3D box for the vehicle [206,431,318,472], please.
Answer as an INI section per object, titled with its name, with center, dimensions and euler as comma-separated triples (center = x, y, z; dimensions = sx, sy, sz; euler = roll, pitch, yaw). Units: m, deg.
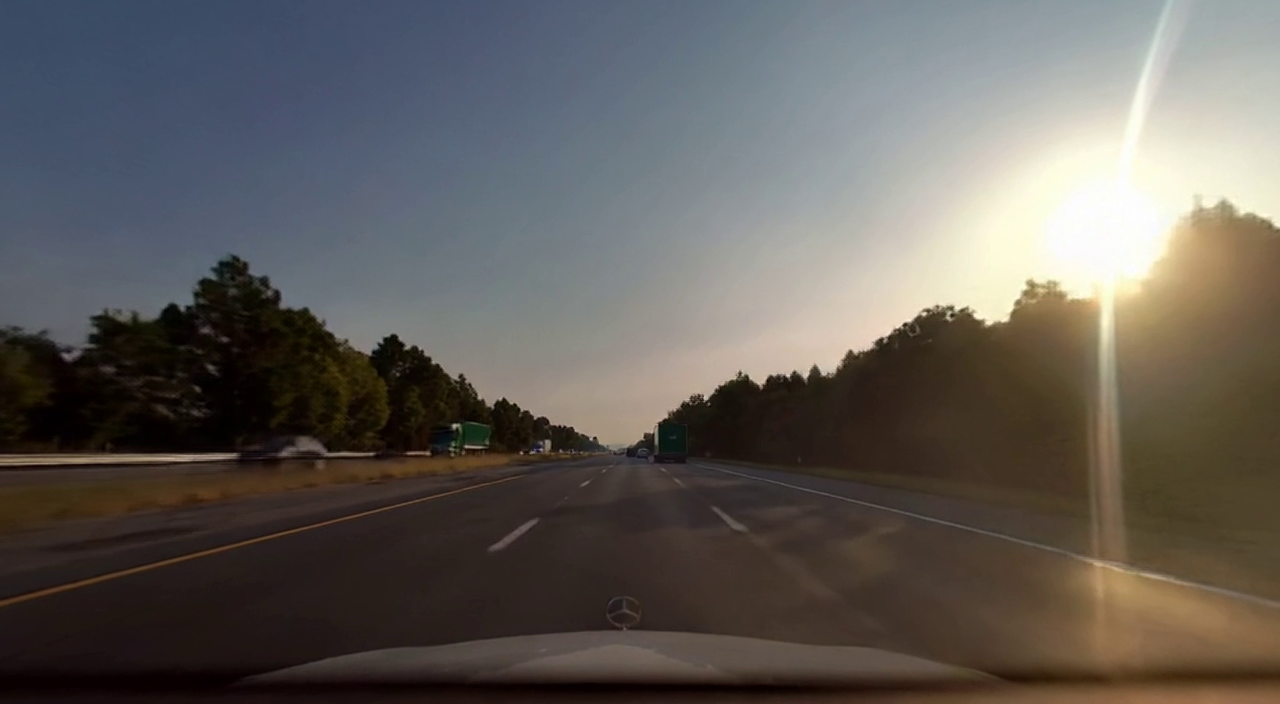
[vehicle]
center = -15.366, 4.094, 25.937
dimensions = 1.893, 1.506, 4.359
euler = 0, -9, -1
